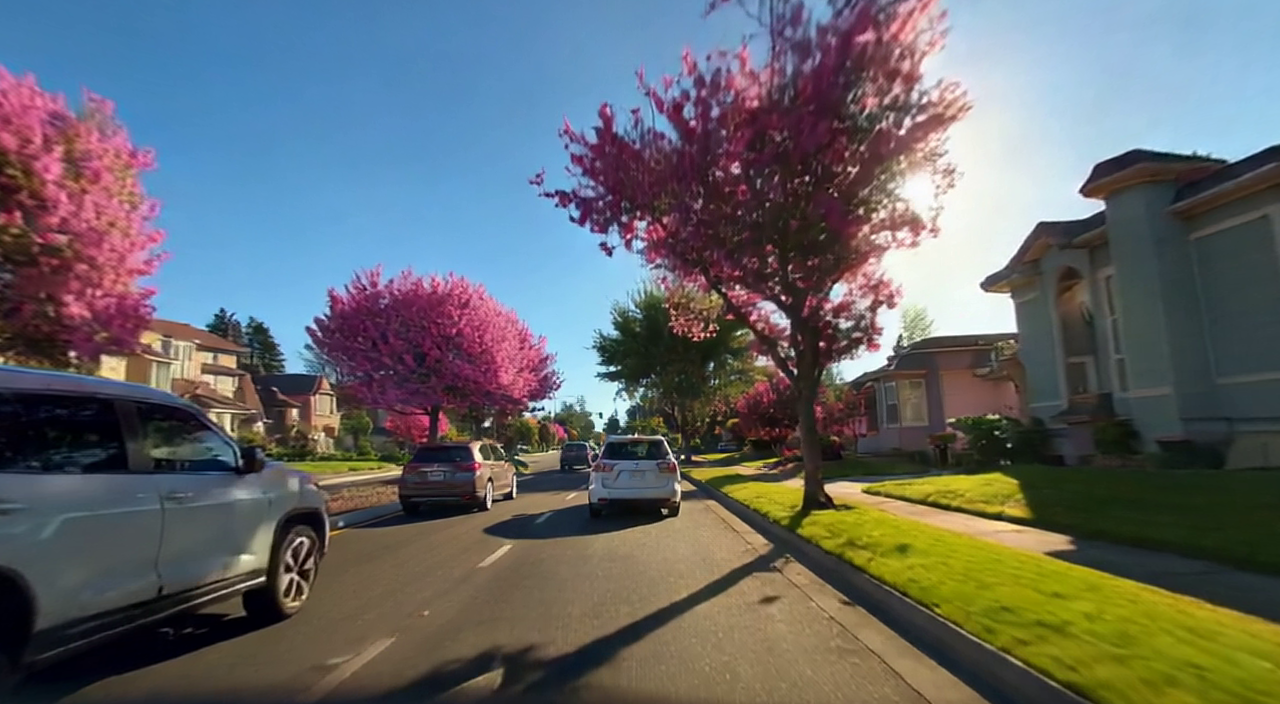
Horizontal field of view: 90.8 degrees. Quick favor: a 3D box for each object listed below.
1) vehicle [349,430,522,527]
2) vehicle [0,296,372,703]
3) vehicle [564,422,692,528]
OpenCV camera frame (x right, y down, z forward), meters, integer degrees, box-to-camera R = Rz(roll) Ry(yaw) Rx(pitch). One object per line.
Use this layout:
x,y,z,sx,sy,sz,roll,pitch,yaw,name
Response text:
-3.689,2.347,12.266,2.066,1.565,3.905,0,-8,0,vehicle
-3.613,0.917,3.572,2.161,1.919,4.798,0,-8,-1,vehicle
-0.213,2.199,11.799,1.997,1.636,3.760,0,-8,-1,vehicle
